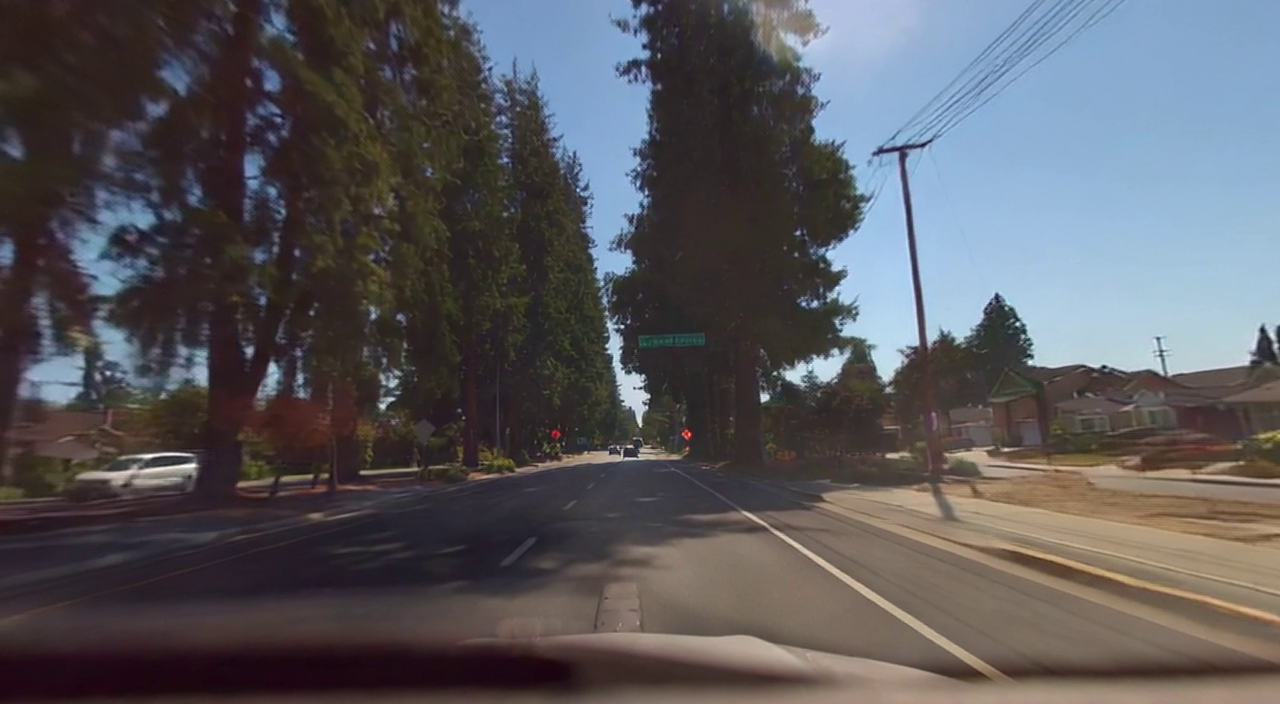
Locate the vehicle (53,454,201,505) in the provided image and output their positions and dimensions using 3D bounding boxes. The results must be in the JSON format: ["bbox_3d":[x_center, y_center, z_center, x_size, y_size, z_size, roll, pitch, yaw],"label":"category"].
[{"bbox_3d":[-20.212,4.994,25.210,2.076,1.663,4.545,-3,-9,0],"label":"vehicle"}]
